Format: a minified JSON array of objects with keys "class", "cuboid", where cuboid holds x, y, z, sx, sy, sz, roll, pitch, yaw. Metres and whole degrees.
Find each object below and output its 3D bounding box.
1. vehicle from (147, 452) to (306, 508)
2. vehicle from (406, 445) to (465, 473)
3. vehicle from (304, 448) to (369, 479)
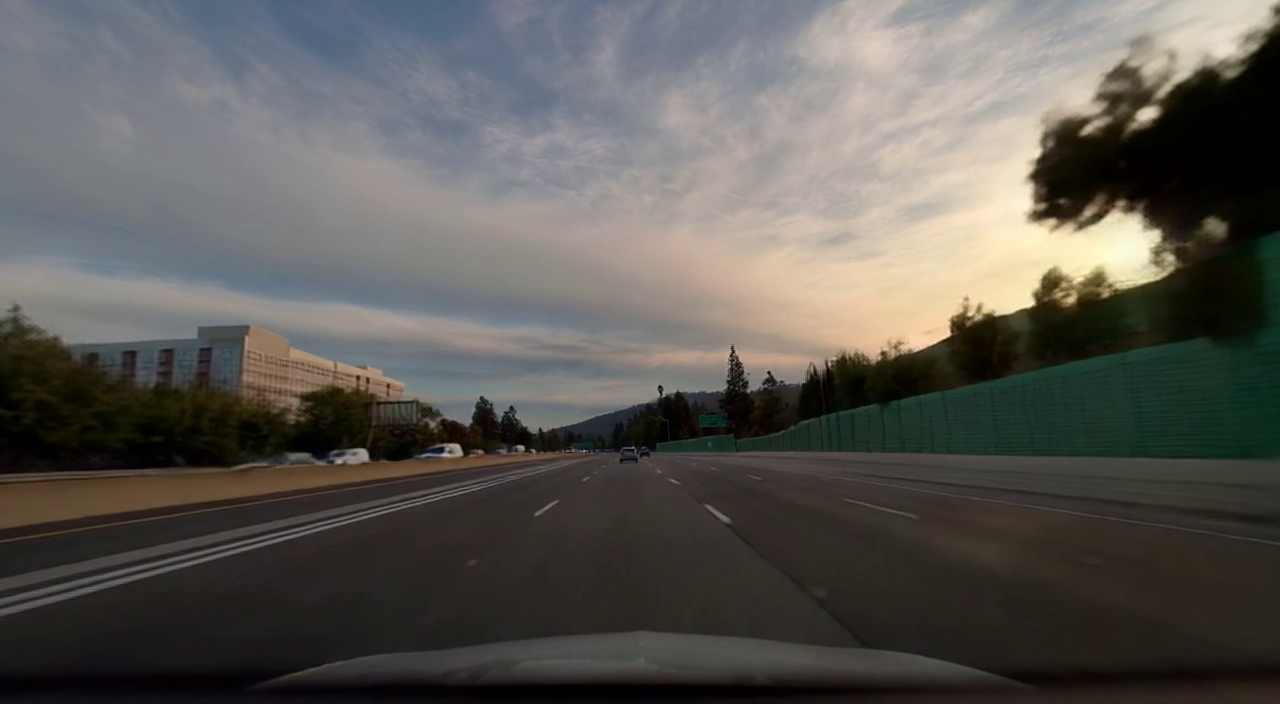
[{"class":"vehicle","cuboid":[-11.766,3.624,18.340,1.879,1.413,4.147,0,-9,-1]},{"class":"vehicle","cuboid":[-12.104,6.385,37.706,1.947,1.533,4.756,0,-9,0]},{"class":"vehicle","cuboid":[-21.469,7.858,44.791,2.068,2.055,5.101,0,-9,0]}]
